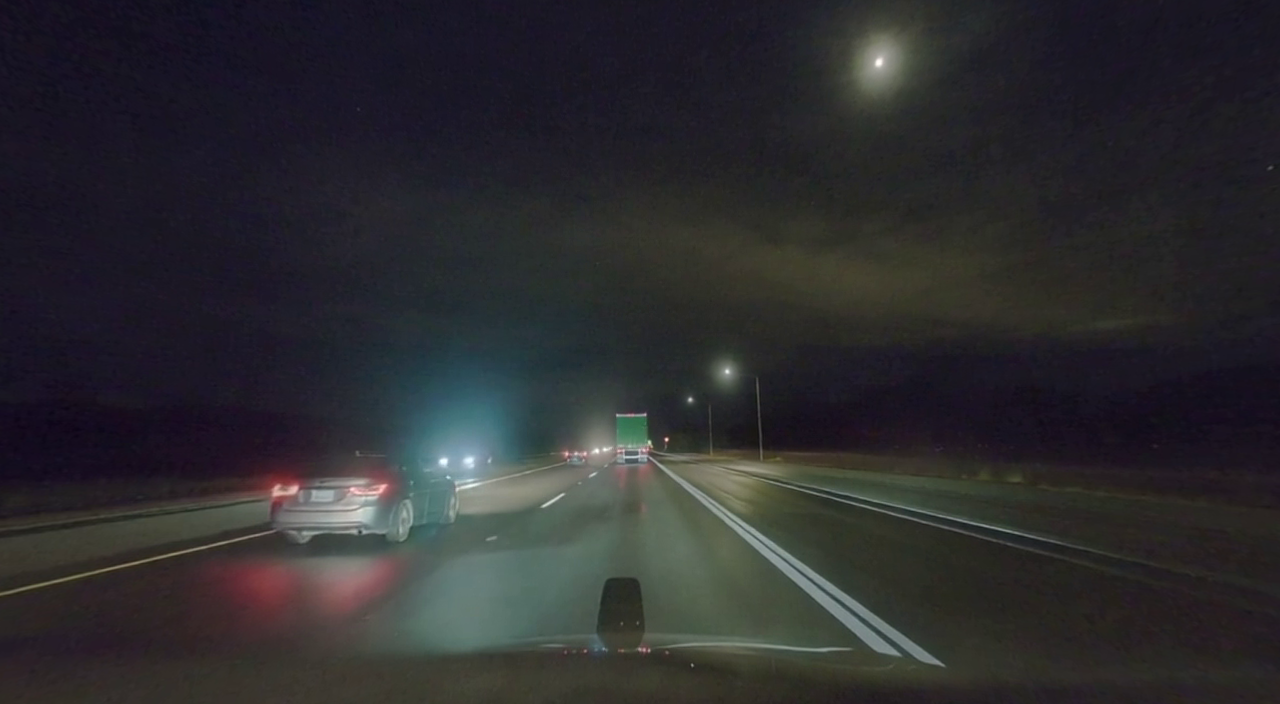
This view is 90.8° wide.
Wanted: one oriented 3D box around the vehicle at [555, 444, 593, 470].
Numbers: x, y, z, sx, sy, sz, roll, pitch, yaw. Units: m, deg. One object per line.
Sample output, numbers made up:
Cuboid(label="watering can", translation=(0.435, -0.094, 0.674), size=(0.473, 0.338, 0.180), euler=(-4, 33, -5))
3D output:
Cuboid(label="vehicle", translation=(-4.458, 7.142, 43.176), size=(2.115, 1.668, 4.217), euler=(0, -9, 0))

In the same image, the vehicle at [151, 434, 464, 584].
Cuboid(label="vehicle", translation=(-3.974, 1.920, 8.535), size=(1.978, 1.507, 4.062), euler=(0, -9, 0))
